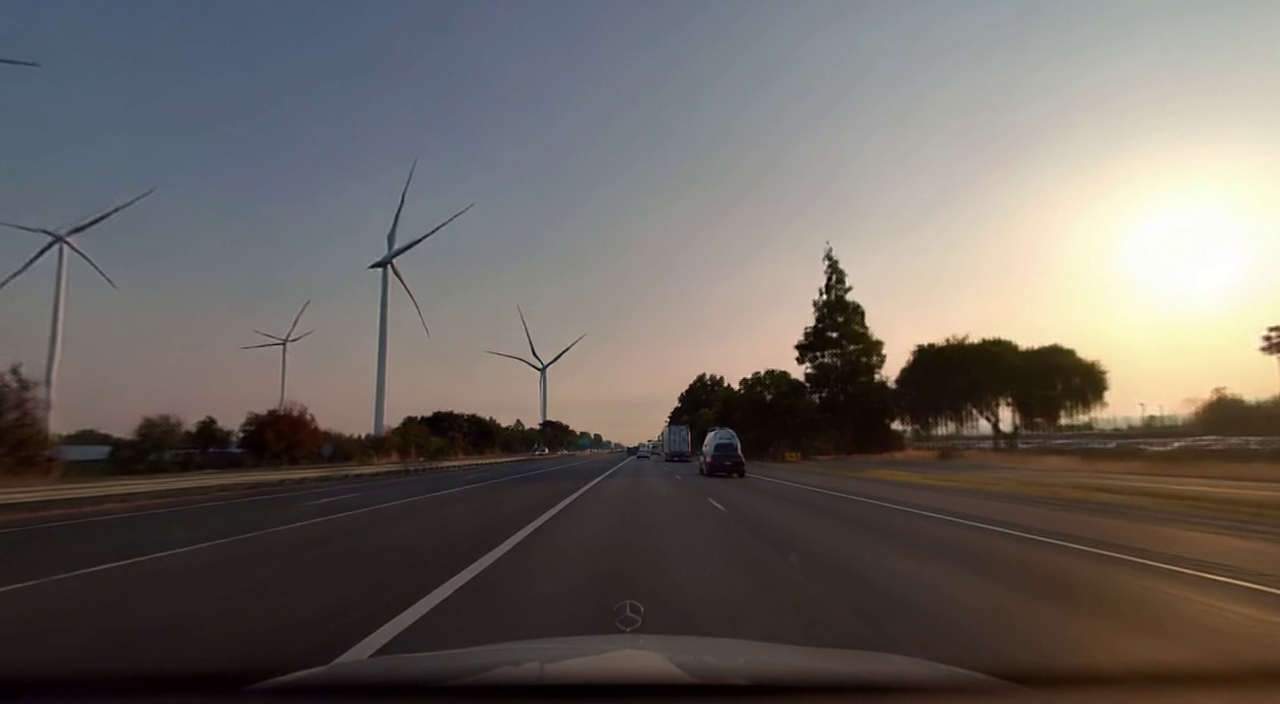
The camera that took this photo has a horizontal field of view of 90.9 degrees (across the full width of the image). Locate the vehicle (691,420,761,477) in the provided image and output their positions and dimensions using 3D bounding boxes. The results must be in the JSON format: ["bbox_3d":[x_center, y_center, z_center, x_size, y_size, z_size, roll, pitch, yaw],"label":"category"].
[{"bbox_3d":[4.290,5.001,32.484,2.609,2.648,5.397,0,-9,-2],"label":"vehicle"}]
